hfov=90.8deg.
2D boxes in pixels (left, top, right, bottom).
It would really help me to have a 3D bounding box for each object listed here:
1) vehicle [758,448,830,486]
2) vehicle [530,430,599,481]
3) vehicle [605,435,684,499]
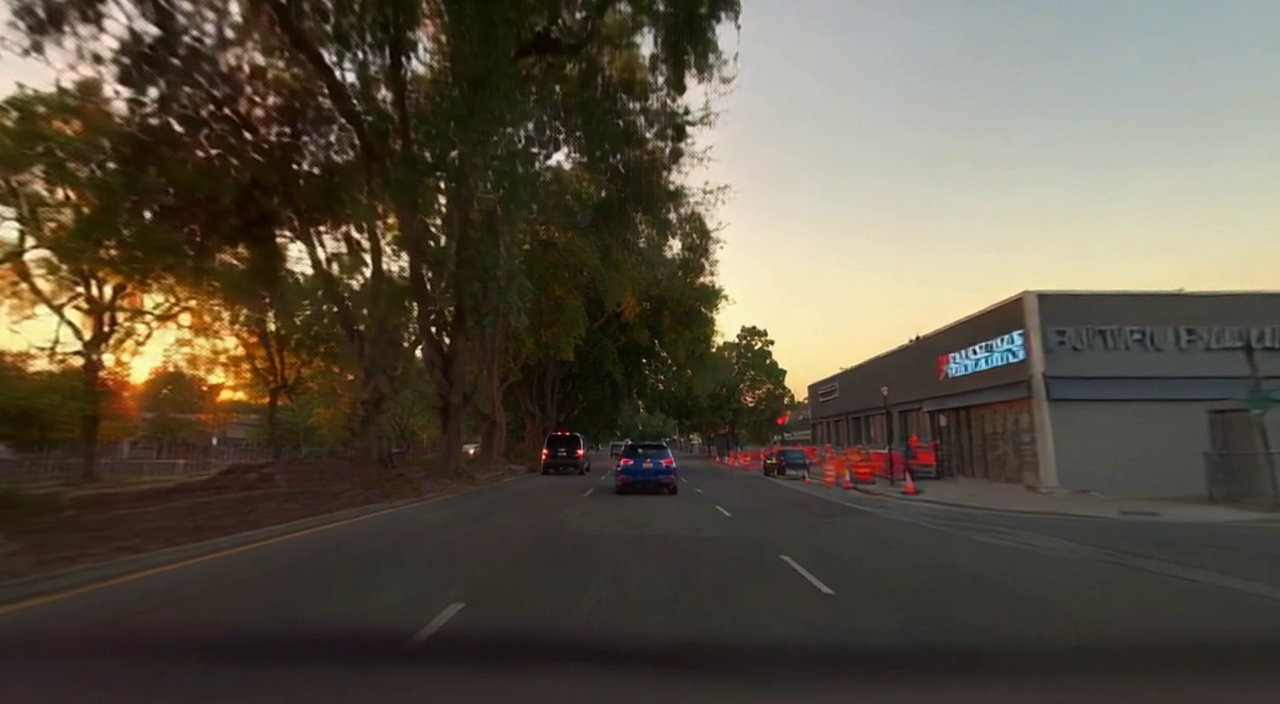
[{"bbox_3d":[6.842,5.145,28.536,2.076,1.535,4.460,1,-9,-1],"label":"vehicle"},{"bbox_3d":[-3.256,4.649,28.599,2.357,2.063,5.488,0,-9,1],"label":"vehicle"},{"bbox_3d":[0.090,3.485,19.525,2.168,1.725,4.192,0,-9,-1],"label":"vehicle"}]
